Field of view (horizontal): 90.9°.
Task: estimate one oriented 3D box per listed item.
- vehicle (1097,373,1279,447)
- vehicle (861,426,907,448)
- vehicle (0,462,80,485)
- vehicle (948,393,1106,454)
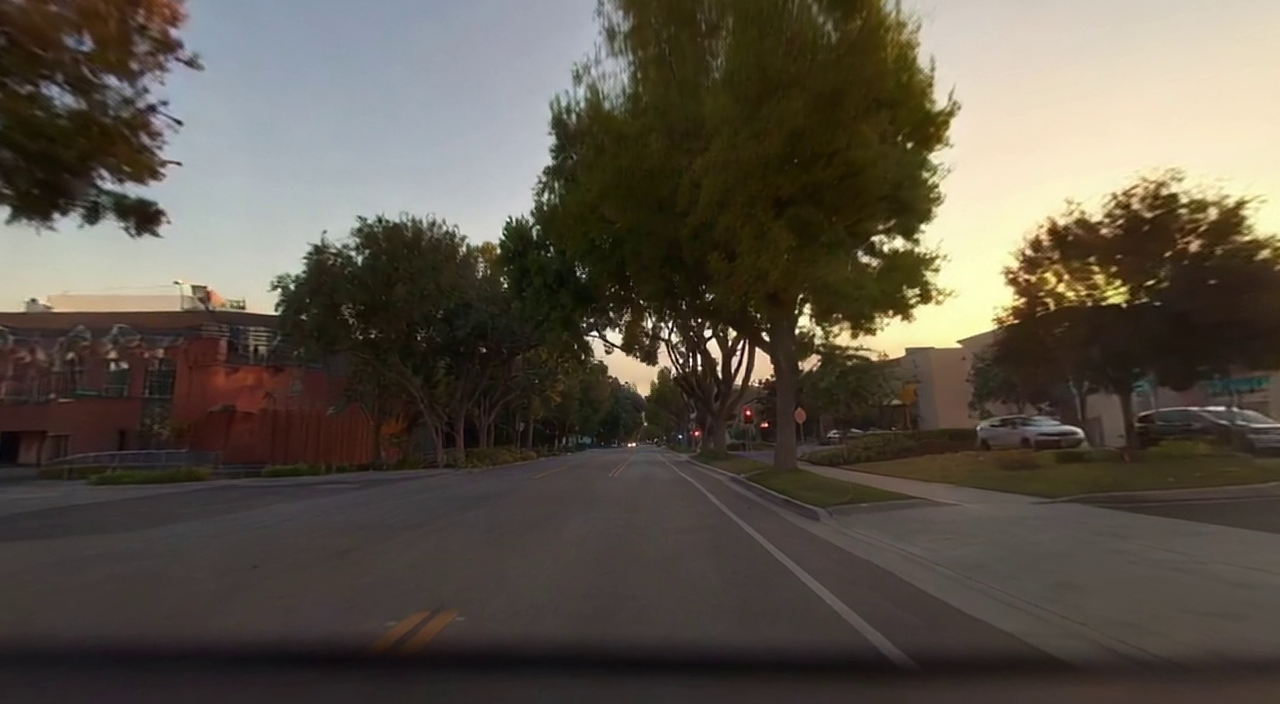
[{"bbox_3d":[16.807,1.869,19.237,2.027,1.910,4.824,-3,-8,1],"label":"vehicle"},{"bbox_3d":[17.545,6.124,45.223,1.824,1.499,3.812,-7,-11,39],"label":"vehicle"},{"bbox_3d":[-46.027,9.296,48.421,1.839,1.599,4.540,0,-8,-1],"label":"vehicle"},{"bbox_3d":[11.641,2.279,19.498,2.036,1.636,4.995,0,-8,5],"label":"vehicle"}]
